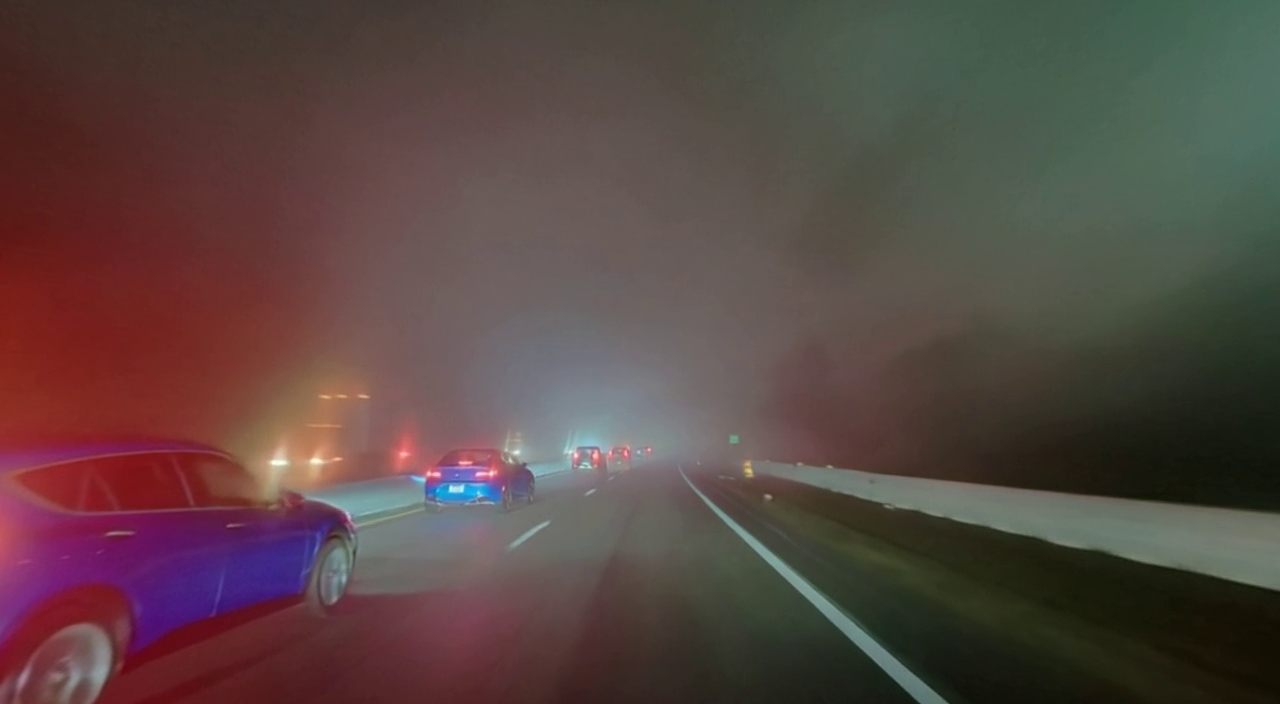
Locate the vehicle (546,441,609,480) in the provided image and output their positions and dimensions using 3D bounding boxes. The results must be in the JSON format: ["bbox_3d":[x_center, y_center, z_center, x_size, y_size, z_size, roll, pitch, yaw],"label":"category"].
[{"bbox_3d":[-2.539,4.569,26.729,2.094,1.480,4.124,0,-9,2],"label":"vehicle"}]

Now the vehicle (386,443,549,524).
[{"bbox_3d":[-3.168,2.508,12.533,2.061,1.330,3.928,0,-9,1],"label":"vehicle"}]

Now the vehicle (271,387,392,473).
[{"bbox_3d":[-16.549,4.329,34.442,3.005,4.223,6.332,-1,-9,2],"label":"vehicle"}]
